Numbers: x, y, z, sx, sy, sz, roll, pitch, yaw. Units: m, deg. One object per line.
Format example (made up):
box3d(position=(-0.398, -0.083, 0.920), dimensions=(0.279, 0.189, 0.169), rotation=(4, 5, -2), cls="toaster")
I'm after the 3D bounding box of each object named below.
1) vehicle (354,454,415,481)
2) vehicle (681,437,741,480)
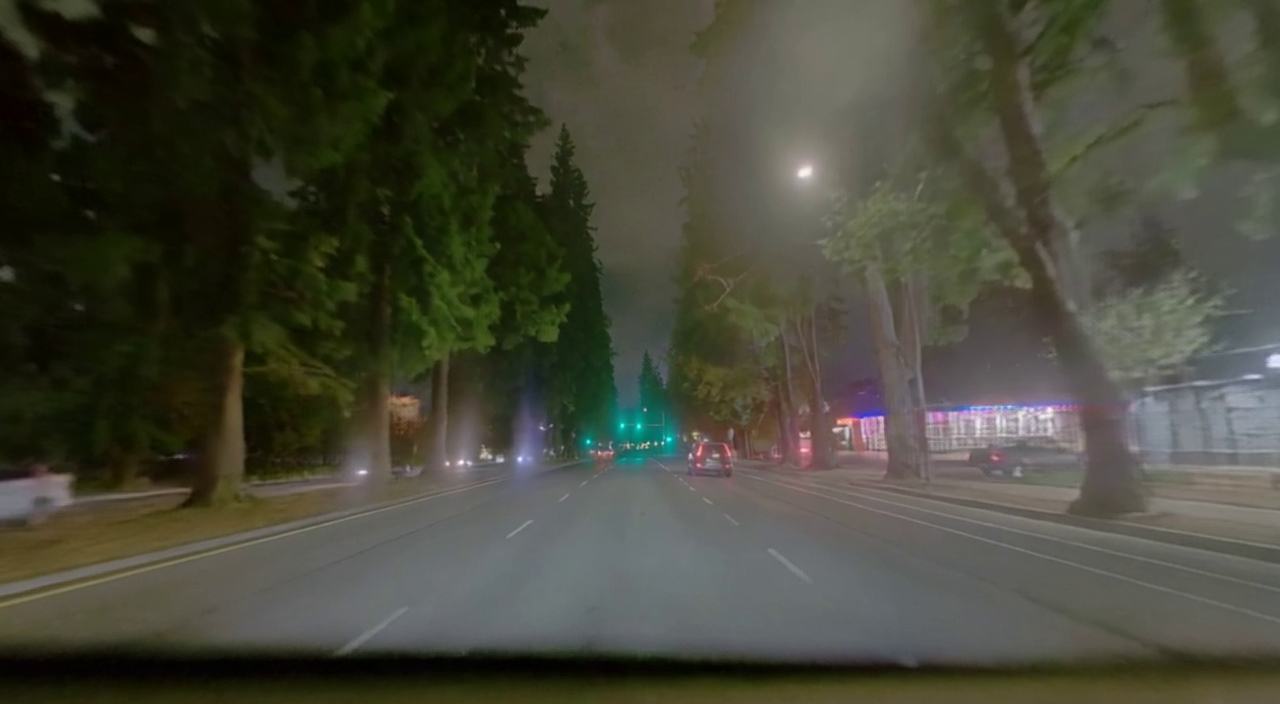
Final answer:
box3d(position=(-15.869, 7.168, 39.329), dimensions=(1.971, 1.475, 4.318), rotation=(0, -8, 0), cls="vehicle")
box3d(position=(3.093, 4.745, 28.239), dimensions=(2.083, 1.743, 4.354), rotation=(0, -8, -1), cls="vehicle")
